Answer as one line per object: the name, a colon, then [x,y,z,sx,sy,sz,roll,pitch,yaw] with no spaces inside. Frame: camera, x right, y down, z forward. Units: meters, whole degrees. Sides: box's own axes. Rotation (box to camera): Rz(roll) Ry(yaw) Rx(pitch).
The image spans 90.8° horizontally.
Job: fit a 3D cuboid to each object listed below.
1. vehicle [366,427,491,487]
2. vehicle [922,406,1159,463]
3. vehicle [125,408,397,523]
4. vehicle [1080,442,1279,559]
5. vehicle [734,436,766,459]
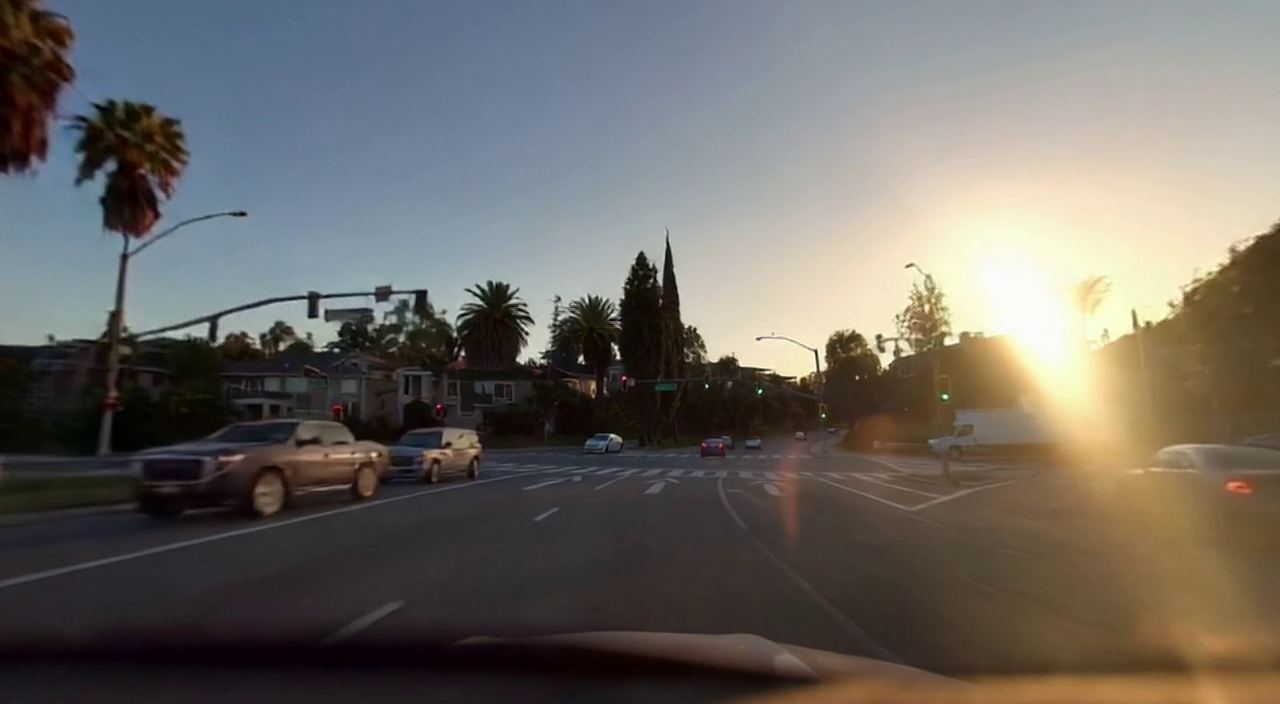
vehicle: [-6.602,3.332,20.379,2.010,1.686,4.653,-1,-8,6]
vehicle: [25.627,5.431,41.191,12.701,3.428,3.061,-2,-8,8]
vehicle: [-6.928,2.142,12.439,2.188,1.789,4.881,-1,-8,2]
vehicle: [9.367,2.190,10.156,2.144,1.473,4.638,-2,-9,14]
vehicle: [8.414,7.324,48.459,2.255,1.708,4.328,-2,-8,10]
